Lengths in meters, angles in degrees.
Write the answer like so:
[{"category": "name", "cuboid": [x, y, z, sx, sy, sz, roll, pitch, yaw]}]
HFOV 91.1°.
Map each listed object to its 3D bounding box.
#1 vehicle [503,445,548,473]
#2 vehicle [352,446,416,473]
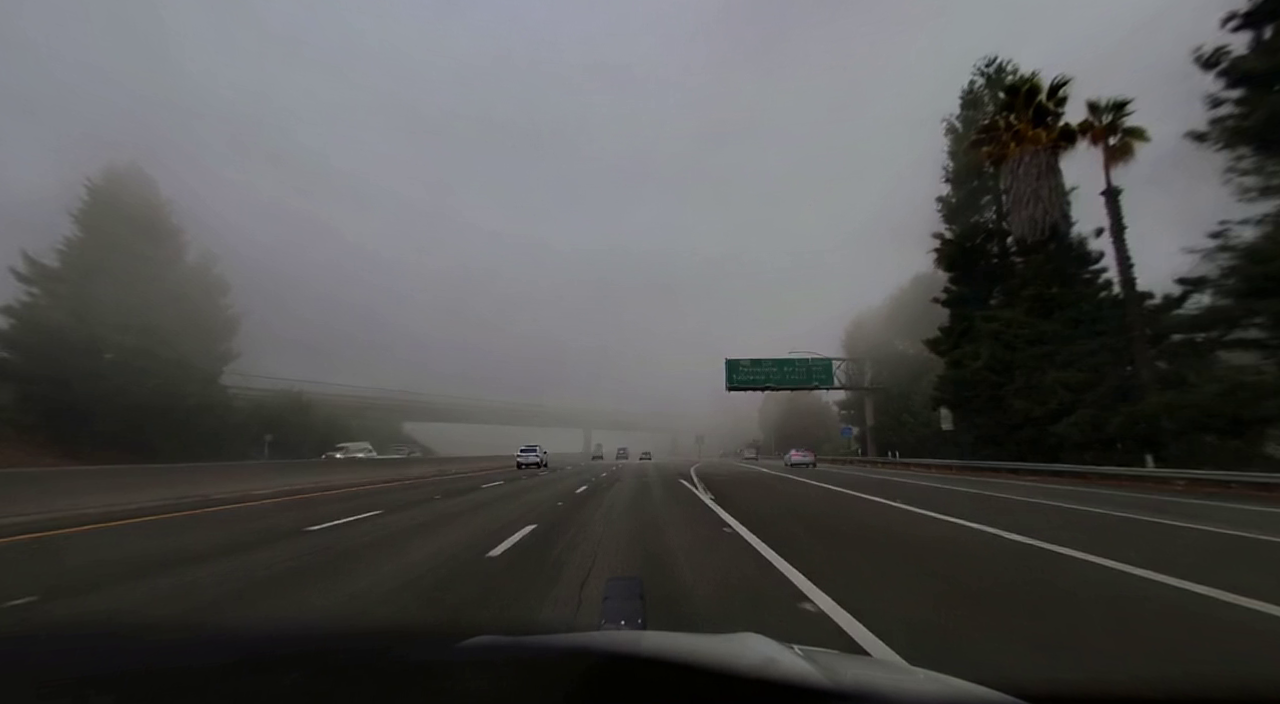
[{"category": "vehicle", "cuboid": [-7.008, 6.596, 38.863, 1.935, 1.633, 3.955, 0, -8, 1]}, {"category": "vehicle", "cuboid": [-15.689, 6.604, 38.757, 2.016, 1.537, 4.602, 0, -8, 1]}]
